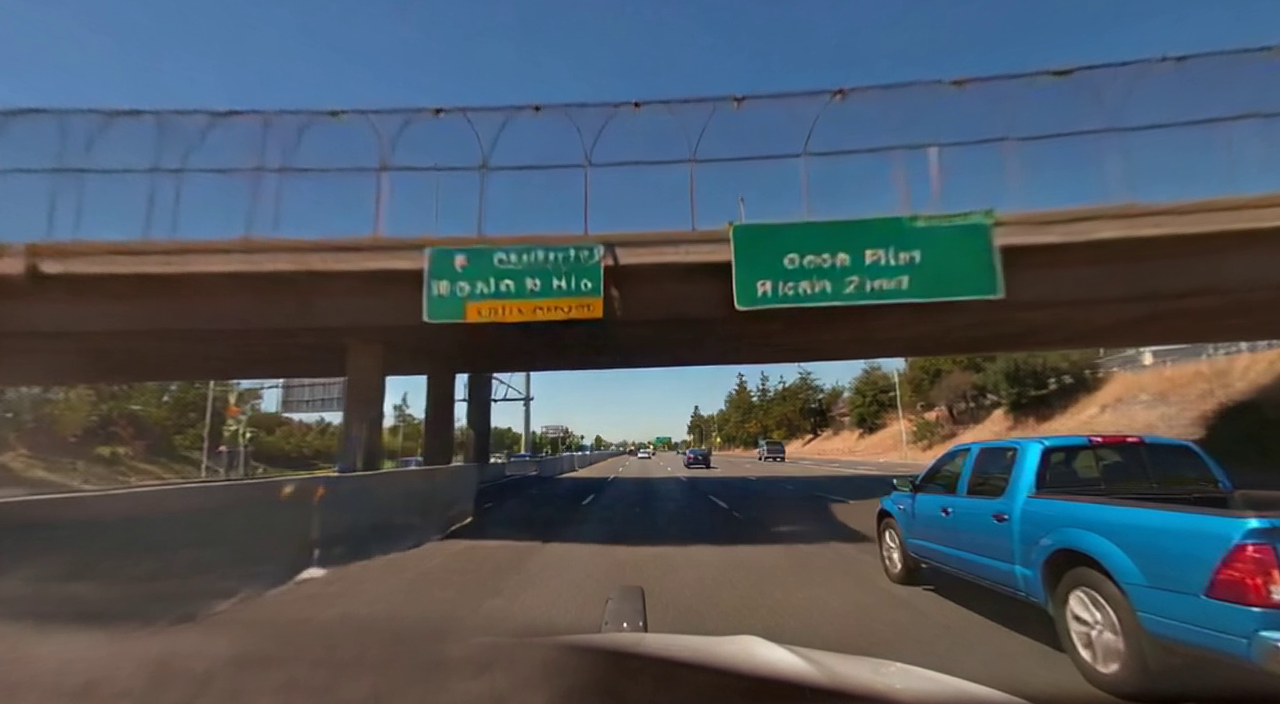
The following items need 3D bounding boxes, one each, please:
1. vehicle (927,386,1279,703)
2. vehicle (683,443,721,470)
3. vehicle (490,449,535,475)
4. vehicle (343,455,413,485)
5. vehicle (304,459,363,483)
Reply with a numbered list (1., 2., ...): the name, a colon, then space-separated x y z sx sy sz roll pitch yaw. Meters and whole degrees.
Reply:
1. vehicle: 3.287 0.904 2.391 2.119 1.524 4.807 -1 -8 0
2. vehicle: 3.954 6.728 40.868 2.014 1.643 4.039 0 -8 -1
3. vehicle: -7.954 6.876 39.746 1.920 1.491 4.155 -1 -8 0
4. vehicle: -14.773 6.648 35.839 1.933 1.452 4.676 -1 -8 1
5. vehicle: -21.919 8.478 45.312 1.801 1.487 4.731 -1 -8 1
